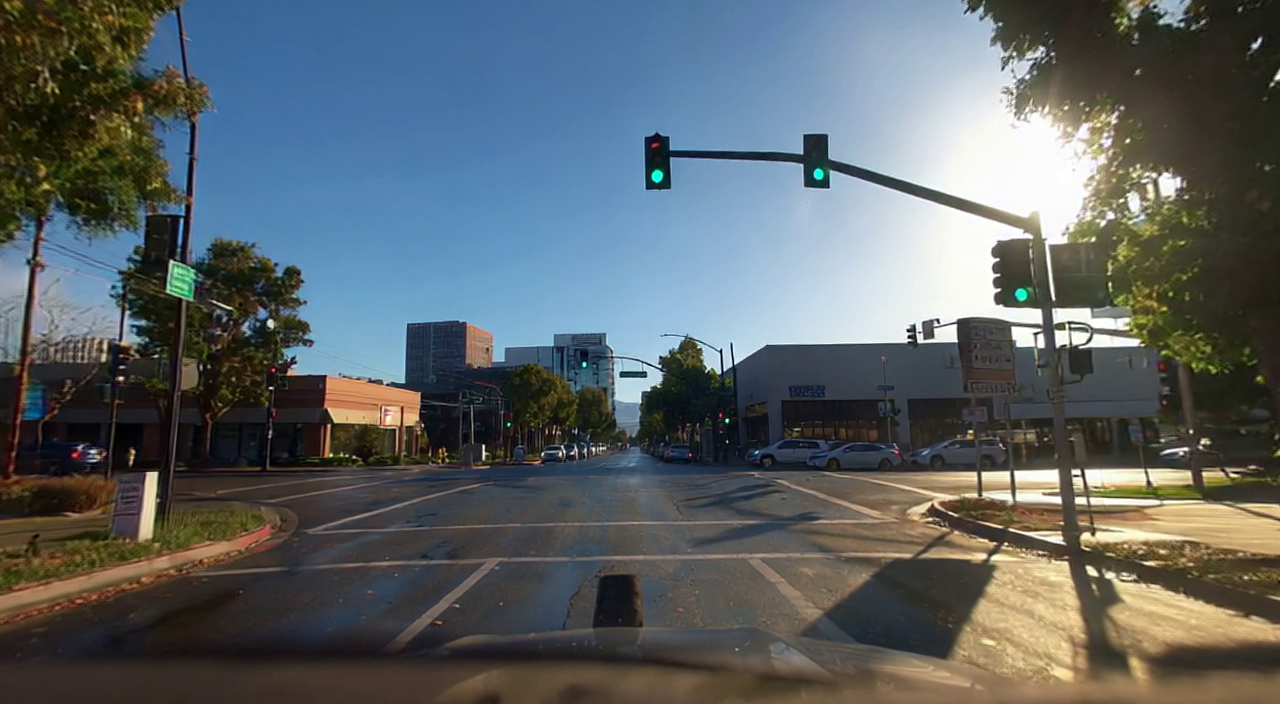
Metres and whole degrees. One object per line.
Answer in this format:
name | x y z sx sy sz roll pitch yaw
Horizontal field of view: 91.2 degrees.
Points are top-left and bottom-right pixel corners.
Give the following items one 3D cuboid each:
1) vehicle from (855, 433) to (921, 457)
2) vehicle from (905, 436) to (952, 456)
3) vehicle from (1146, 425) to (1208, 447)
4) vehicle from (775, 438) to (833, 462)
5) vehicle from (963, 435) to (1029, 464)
vehicle | 16.926 6.334 42.692 4.522 1.546 1.941 6 -11 -34
vehicle | 21.814 7.136 47.496 1.923 1.463 3.758 -1 -9 3
vehicle | 41.064 6.452 47.986 1.682 1.422 3.422 3 -10 1
vehicle | 11.087 6.622 42.246 1.955 1.508 4.295 -8 -12 42
vehicle | 20.985 5.737 37.100 1.851 1.388 3.475 0 -4 0
